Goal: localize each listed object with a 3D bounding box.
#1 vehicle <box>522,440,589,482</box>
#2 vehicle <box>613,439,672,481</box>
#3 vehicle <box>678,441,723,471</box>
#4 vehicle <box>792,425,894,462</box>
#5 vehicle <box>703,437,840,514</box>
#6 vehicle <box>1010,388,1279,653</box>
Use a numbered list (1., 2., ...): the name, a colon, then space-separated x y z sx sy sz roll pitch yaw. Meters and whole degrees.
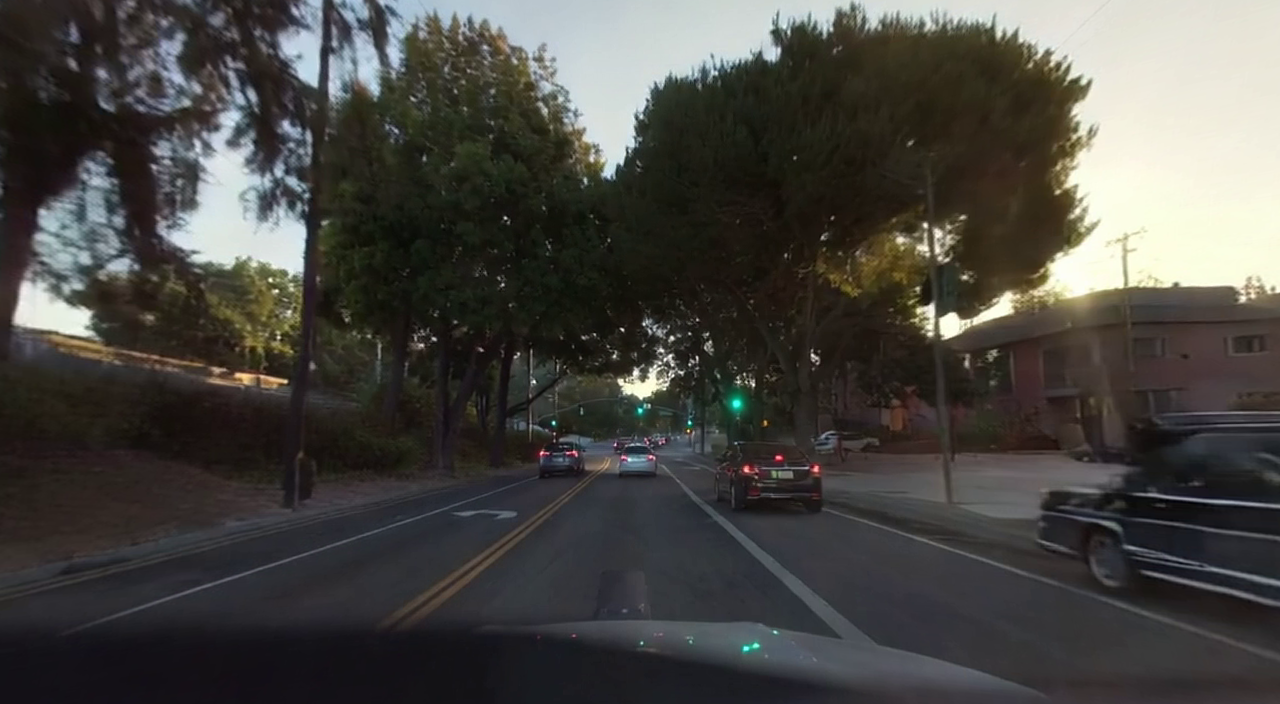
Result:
1. vehicle: -3.280 4.317 25.288 2.012 1.505 4.205 0 -8 1
2. vehicle: 0.082 4.226 24.959 2.101 1.467 4.210 0 -8 0
3. vehicle: 3.140 5.487 33.520 1.943 1.484 4.030 0 -8 -1
4. vehicle: 13.610 6.161 42.545 5.929 1.970 2.381 -5 -8 -2
5. vehicle: 2.790 2.735 14.542 2.158 1.483 4.415 0 -8 0
6. vehicle: 5.645 1.369 5.262 2.277 1.850 4.717 4 -8 -1
